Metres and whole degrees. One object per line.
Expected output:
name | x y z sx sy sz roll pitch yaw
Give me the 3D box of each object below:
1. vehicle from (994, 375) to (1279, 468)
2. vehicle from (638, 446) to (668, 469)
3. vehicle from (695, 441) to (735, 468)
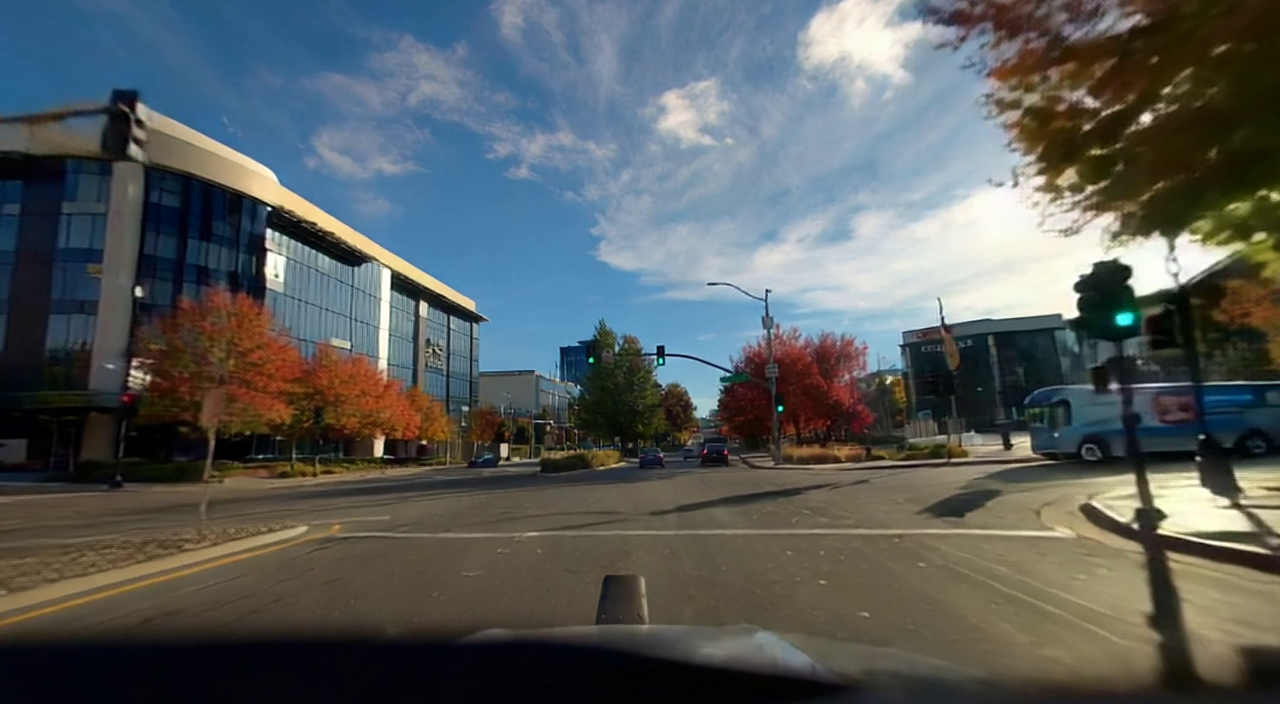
vehicle | 21.055 2.904 25.733 10.893 3.534 3.195 -1 -9 5
vehicle | 1.014 7.720 46.224 2.014 1.525 4.197 0 -9 4
vehicle | 5.063 6.990 43.086 2.174 1.749 4.739 0 -9 1
